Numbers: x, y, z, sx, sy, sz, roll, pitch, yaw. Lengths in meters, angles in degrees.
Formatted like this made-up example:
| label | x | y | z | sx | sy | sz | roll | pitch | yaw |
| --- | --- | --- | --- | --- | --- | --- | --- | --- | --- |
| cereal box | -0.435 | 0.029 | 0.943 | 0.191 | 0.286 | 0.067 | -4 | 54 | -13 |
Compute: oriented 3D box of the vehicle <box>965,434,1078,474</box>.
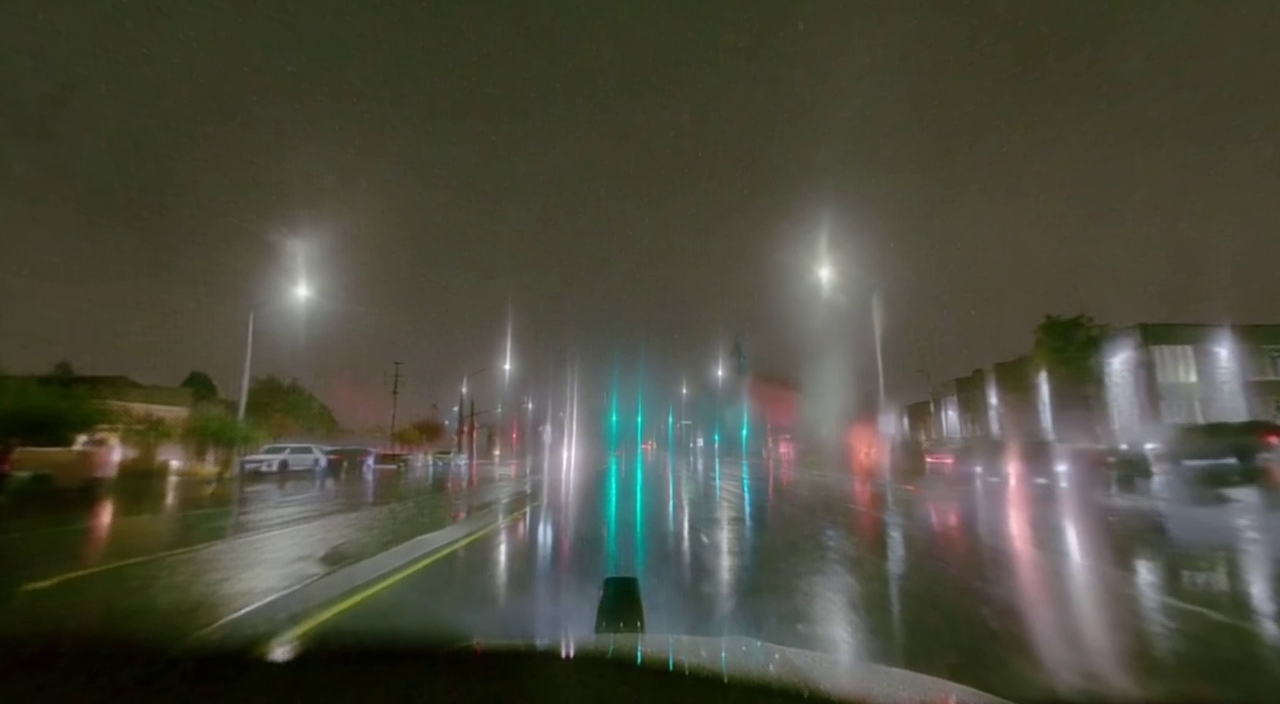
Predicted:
| label | x | y | z | sx | sy | sz | roll | pitch | yaw |
| --- | --- | --- | --- | --- | --- | --- | --- | --- | --- |
| vehicle | 15.846 | 4.281 | 26.475 | 1.899 | 1.517 | 4.378 | 1 | -9 | -2 |

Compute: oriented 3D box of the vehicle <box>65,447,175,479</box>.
| label | x | y | z | sx | sy | sz | roll | pitch | yaw |
| --- | --- | --- | --- | --- | --- | --- | --- | --- | --- |
| vehicle | -26.397 | 5.619 | 32.201 | 1.847 | 1.464 | 4.374 | 0 | -9 | 1 |

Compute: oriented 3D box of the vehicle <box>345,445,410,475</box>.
| label | x | y | z | sx | sy | sz | roll | pitch | yaw |
| --- | --- | --- | --- | --- | --- | --- | --- | --- | --- |
| vehicle | -15.058 | 6.193 | 36.316 | 1.917 | 1.577 | 3.995 | 0 | -9 | 1 |

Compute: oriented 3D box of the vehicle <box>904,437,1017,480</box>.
| label | x | y | z | sx | sy | sz | roll | pitch | yaw |
| --- | --- | --- | --- | --- | --- | --- | --- | --- | --- |
| vehicle | 12.796 | 4.290 | 25.577 | 2.079 | 1.541 | 4.801 | 0 | -9 | 0 |

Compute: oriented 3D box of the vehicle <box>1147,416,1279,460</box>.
| label | x | y | z | sx | sy | sz | roll | pitch | yaw |
| --- | --- | --- | --- | --- | --- | --- | --- | --- | --- |
| vehicle | 24.012 | 3.642 | 26.450 | 1.888 | 1.678 | 4.074 | 1 | -9 | -2 |

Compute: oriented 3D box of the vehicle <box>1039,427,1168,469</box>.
| label | x | y | z | sx | sy | sz | roll | pitch | yaw |
| --- | --- | --- | --- | --- | --- | --- | --- | --- | --- |
| vehicle | 19.039 | 3.992 | 26.176 | 1.882 | 1.537 | 4.418 | 1 | -9 | -2 |

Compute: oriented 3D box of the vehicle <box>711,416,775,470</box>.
| label | x | y | z | sx | sy | sz | roll | pitch | yaw |
| --- | --- | --- | --- | --- | --- | --- | --- | --- | --- |
| vehicle | 6.595 | 6.045 | 41.501 | 2.802 | 3.208 | 7.459 | 1 | -9 | -1 |

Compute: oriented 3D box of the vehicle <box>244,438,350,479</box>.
| label | x | y | z | sx | sy | sz | roll | pitch | yaw |
| --- | --- | --- | --- | --- | --- | --- | --- | --- | --- |
| vehicle | -18.452 | 5.714 | 34.305 | 2.390 | 1.995 | 5.895 | 0 | -8 | 1 |
